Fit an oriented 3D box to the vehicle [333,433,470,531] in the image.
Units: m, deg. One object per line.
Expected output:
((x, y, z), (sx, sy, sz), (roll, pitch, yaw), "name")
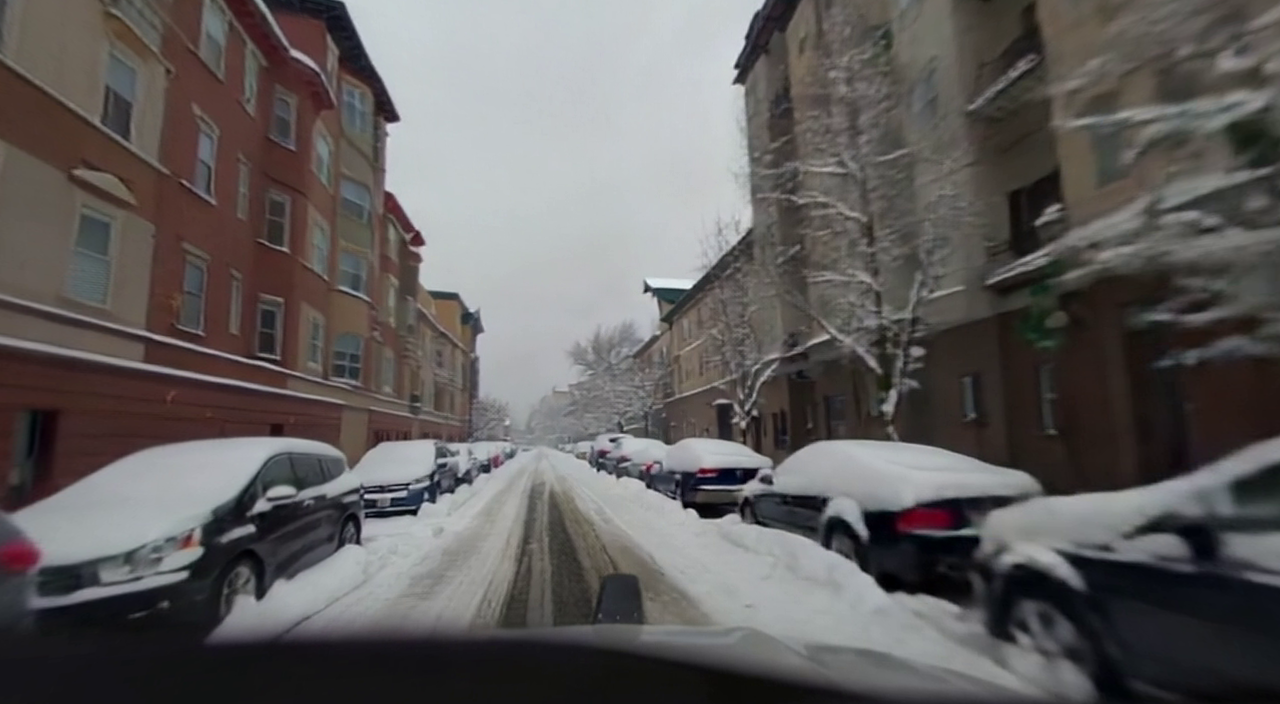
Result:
((-5.360, 2.872, 14.804), (2.081, 1.679, 4.506), (-2, -5, -9), "vehicle")

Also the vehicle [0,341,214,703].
((-3.435, 0.755, 1.646), (2.100, 1.769, 4.544), (0, -8, -10), "vehicle")

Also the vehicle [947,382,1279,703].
((3.313, 0.913, 1.813), (2.025, 1.631, 4.679), (3, -8, -8), "vehicle")

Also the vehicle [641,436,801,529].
((1.454, 2.582, 13.366), (1.968, 1.595, 4.543), (2, -8, -11), "vehicle")
